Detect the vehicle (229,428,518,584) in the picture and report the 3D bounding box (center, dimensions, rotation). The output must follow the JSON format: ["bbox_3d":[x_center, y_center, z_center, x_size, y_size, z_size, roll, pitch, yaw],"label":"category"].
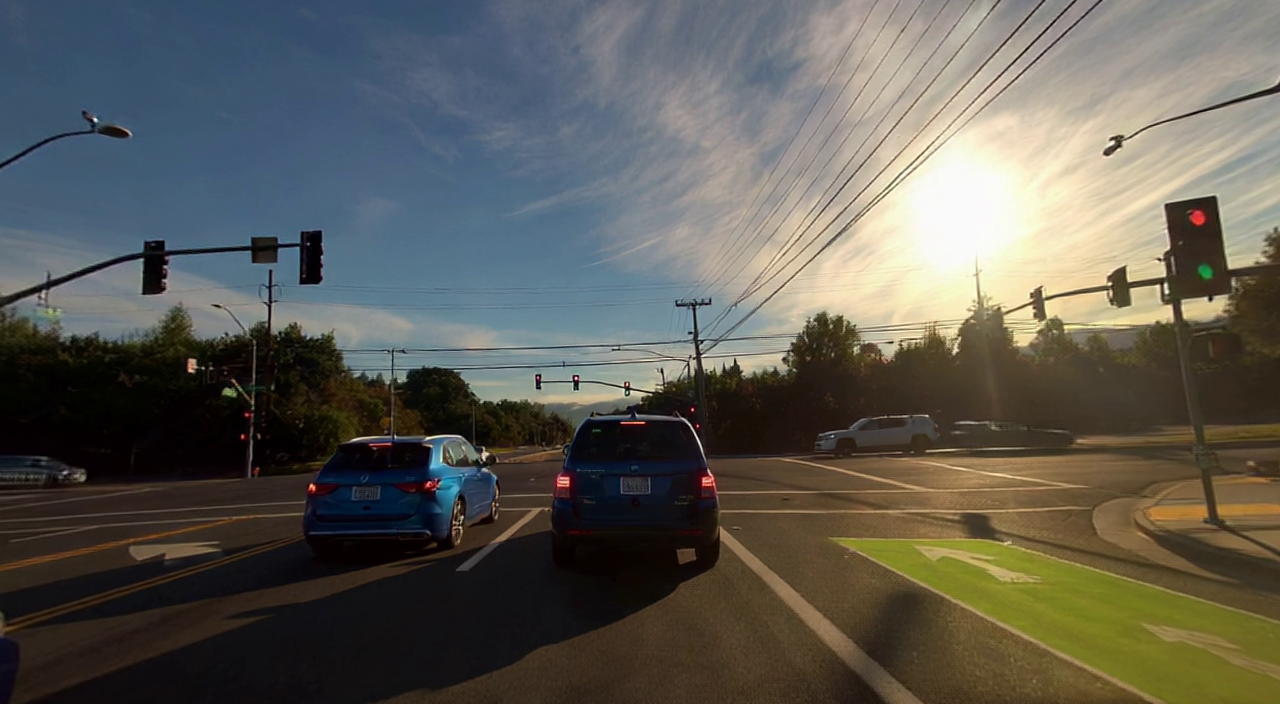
[{"bbox_3d":[-2.933,1.759,7.997,1.969,1.486,3.702,0,-8,1],"label":"vehicle"}]

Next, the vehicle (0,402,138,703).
[{"bbox_3d":[-3.351,0.655,0.434,1.928,1.488,4.936,0,-8,1],"label":"vehicle"}]

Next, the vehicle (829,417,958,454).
[{"bbox_3d":[13.839,4.606,34.826,6.143,1.944,2.229,-1,-8,5],"label":"vehicle"}]

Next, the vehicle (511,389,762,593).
[{"bbox_3d":[-0.060,1.508,7.622,2.182,1.773,4.041,0,-8,-1],"label":"vehicle"}]

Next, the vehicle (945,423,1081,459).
[{"bbox_3d":[15.884,3.849,27.266,4.715,1.438,2.023,-3,-9,21],"label":"vehicle"}]
